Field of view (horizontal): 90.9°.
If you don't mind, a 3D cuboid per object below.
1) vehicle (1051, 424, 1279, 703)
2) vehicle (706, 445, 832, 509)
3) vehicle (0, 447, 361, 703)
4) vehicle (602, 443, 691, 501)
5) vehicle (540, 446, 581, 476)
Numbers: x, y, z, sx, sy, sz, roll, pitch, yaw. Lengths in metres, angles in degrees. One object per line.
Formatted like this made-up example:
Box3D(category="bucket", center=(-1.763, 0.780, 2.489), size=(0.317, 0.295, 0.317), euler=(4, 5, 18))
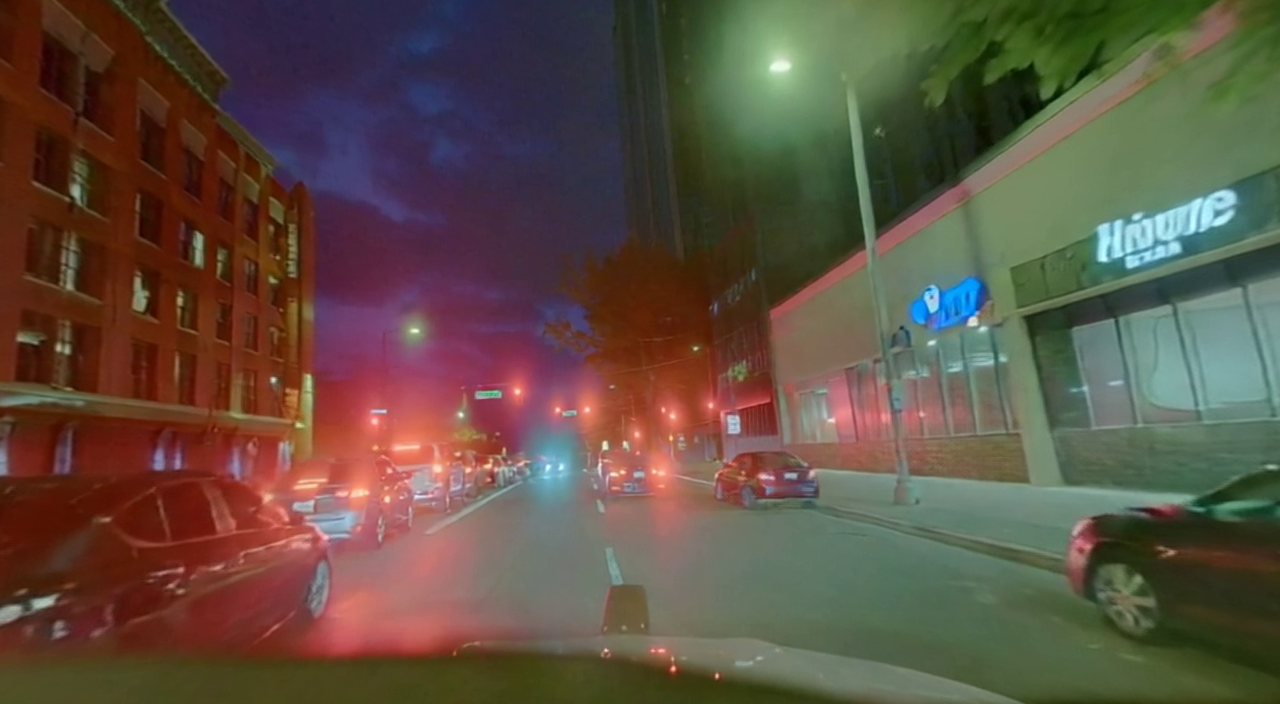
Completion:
Box3D(category="vehicle", center=(4.331, 1.112, 2.973), size=(1.986, 1.555, 3.879), euler=(0, -8, -3))
Box3D(category="vehicle", center=(3.236, 3.223, 16.875), size=(1.956, 1.446, 4.537), euler=(1, -8, -7))
Box3D(category="vehicle", center=(-3.169, 1.225, 3.258), size=(2.169, 1.427, 4.531), euler=(1, -9, -11))
Box3D(category="vehicle", center=(0.038, 3.463, 18.708), size=(2.150, 1.464, 4.467), euler=(1, -8, -5))
Box3D(category="vehicle", center=(-4.434, 6.097, 35.525), size=(2.102, 1.521, 4.078), euler=(1, -8, -6))
